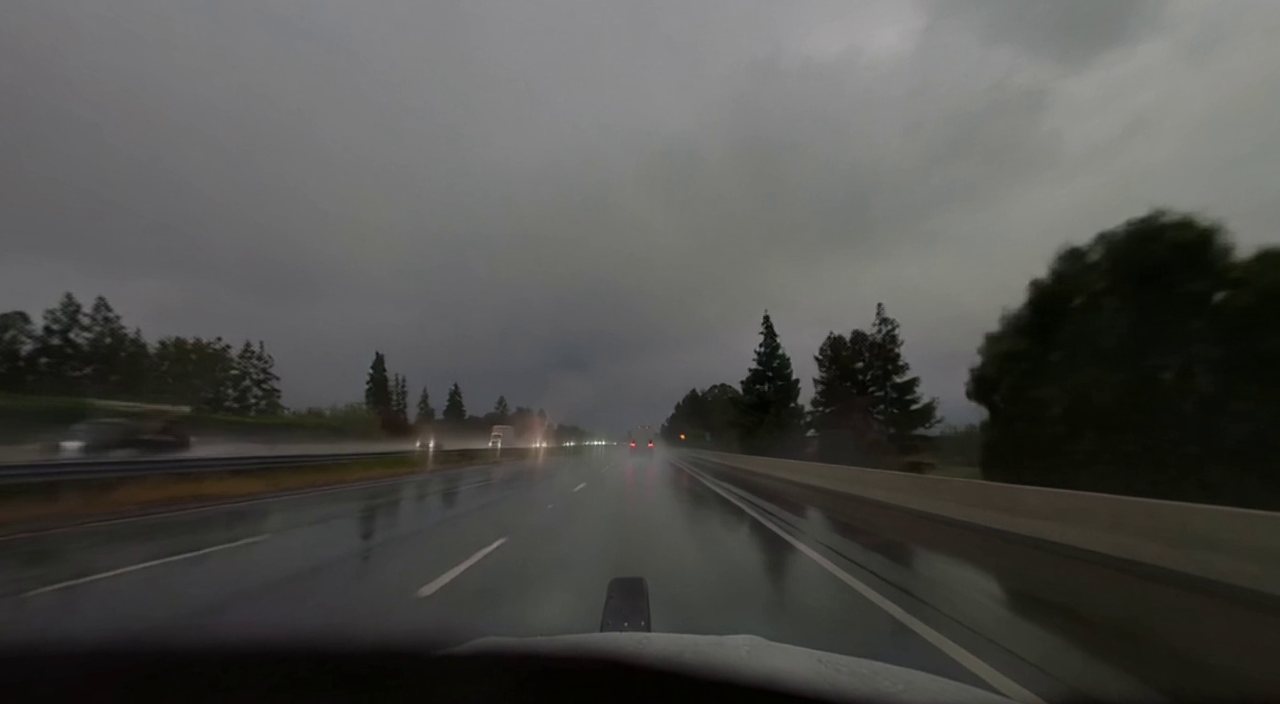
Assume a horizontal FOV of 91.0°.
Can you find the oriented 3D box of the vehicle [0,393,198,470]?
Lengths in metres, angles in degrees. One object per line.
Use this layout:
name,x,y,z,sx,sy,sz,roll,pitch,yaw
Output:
vehicle,-20.040,3.008,23.384,2.335,2.464,6.588,0,-8,0
